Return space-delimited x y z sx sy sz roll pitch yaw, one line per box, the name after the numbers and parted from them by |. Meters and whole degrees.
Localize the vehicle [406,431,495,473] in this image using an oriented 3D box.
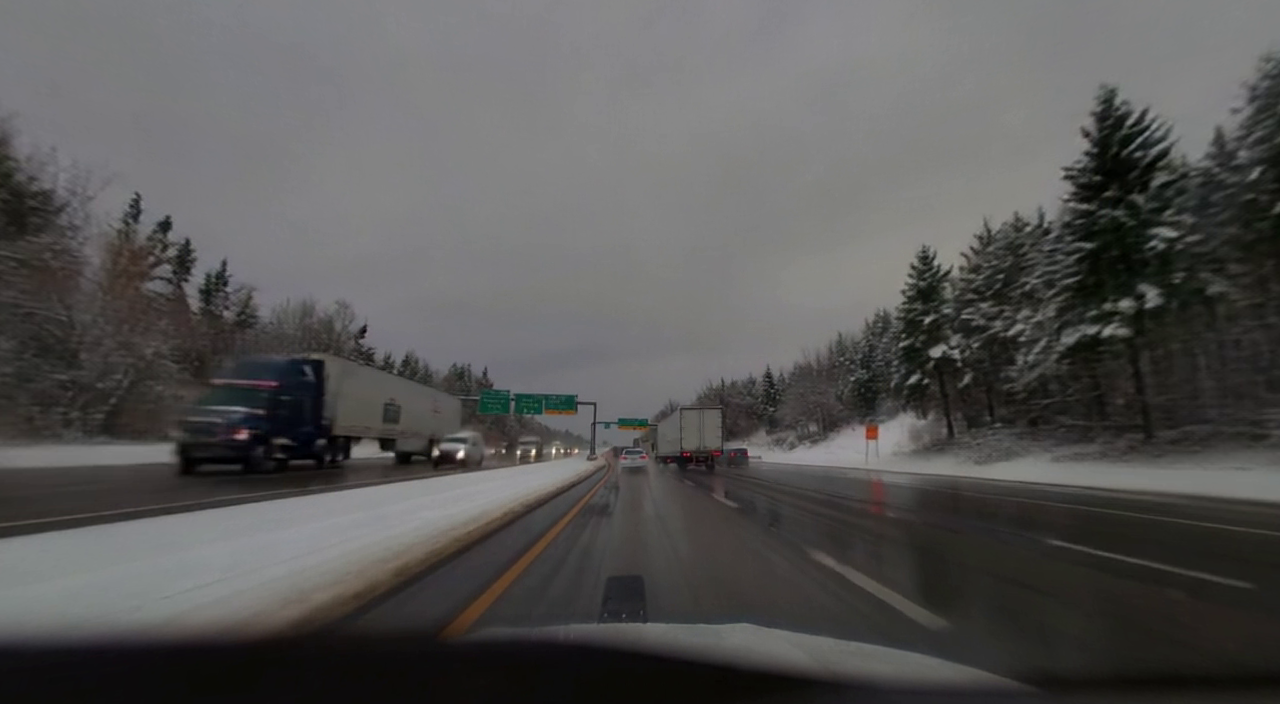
-7.438 4.026 25.387 1.993 1.486 5.318 0 -9 0 | vehicle

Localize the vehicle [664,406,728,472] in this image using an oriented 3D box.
3.674 6.288 44.929 2.931 4.009 12.800 0 -9 -2 | vehicle

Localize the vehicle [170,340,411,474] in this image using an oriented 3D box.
-11.885 2.362 23.246 2.937 3.843 10.296 0 -9 0 | vehicle

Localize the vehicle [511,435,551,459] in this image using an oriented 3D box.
-8.154 7.192 47.550 2.099 1.725 5.303 0 -9 -1 | vehicle

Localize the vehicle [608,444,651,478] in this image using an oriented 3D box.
-0.563 5.644 32.829 2.111 1.599 3.859 0 -9 -1 | vehicle
